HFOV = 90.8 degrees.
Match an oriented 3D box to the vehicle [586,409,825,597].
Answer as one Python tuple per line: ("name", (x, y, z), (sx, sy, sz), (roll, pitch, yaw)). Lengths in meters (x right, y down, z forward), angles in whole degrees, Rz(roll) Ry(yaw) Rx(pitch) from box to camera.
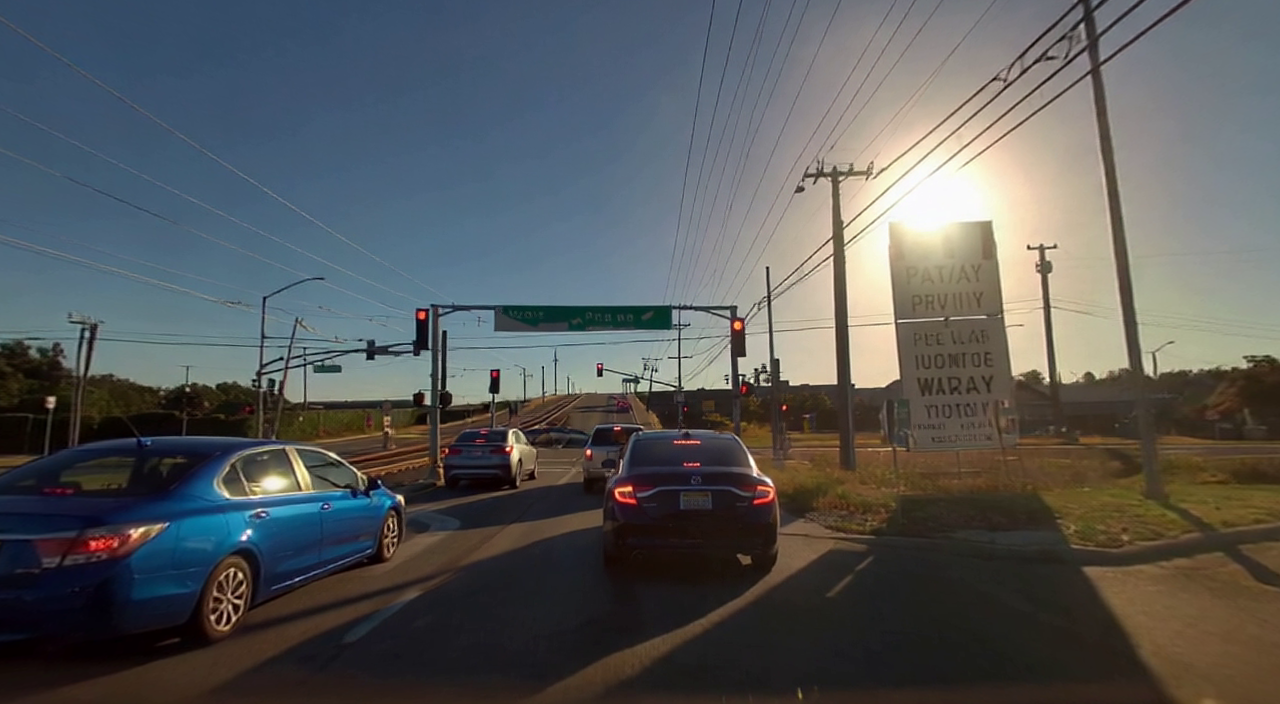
("vehicle", (0.432, 1.549, 7.297), (1.998, 1.529, 3.960), (1, -8, -3))

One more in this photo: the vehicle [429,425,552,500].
("vehicle", (-3.317, 2.552, 14.871), (1.984, 1.505, 4.047), (0, -8, -1))

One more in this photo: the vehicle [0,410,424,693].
("vehicle", (-3.691, 1.383, 5.653), (1.956, 1.468, 4.585), (0, -8, -1))
